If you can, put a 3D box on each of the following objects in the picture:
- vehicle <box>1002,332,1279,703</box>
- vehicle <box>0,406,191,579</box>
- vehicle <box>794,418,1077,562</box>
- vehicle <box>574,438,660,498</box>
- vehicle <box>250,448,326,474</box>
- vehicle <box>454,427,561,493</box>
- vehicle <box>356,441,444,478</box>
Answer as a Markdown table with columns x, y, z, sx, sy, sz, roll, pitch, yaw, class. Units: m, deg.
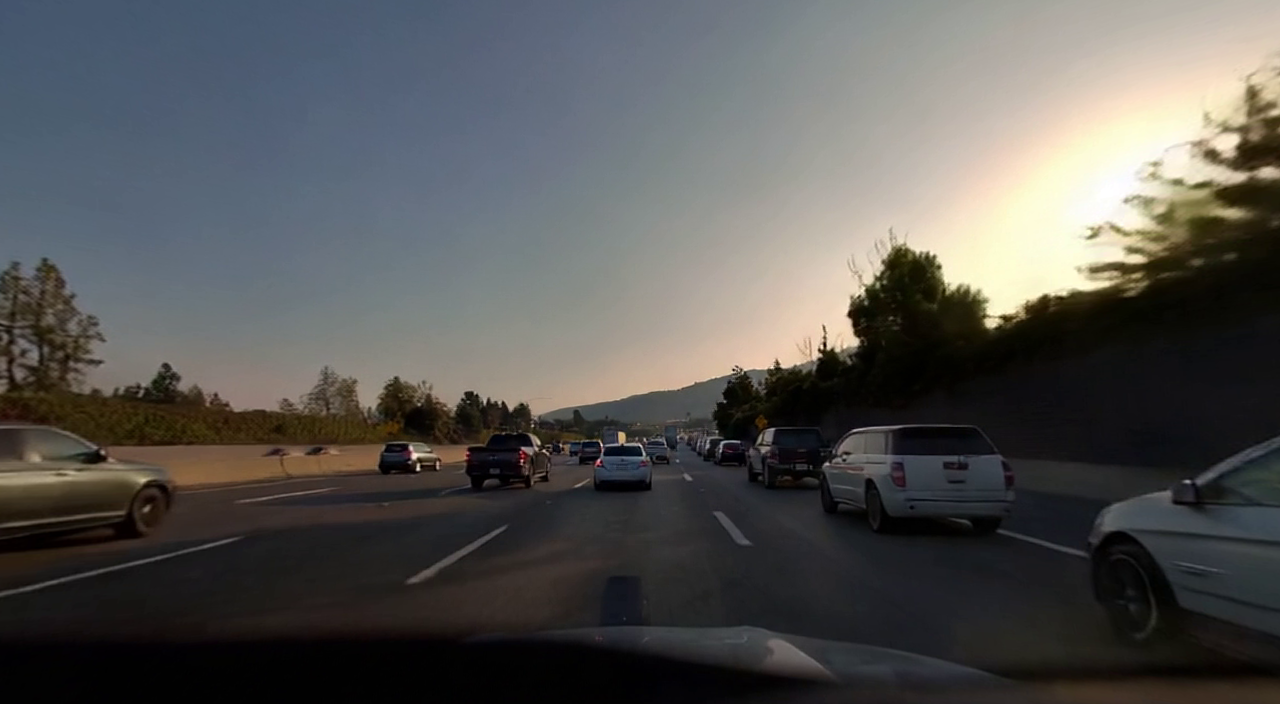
| x | y | z | sx | sy | sz | roll | pitch | yaw | class |
| --- | --- | --- | --- | --- | --- | --- | --- | --- | --- |
| 3.836 | 0.775 | 2.564 | 2.003 | 1.778 | 4.658 | 0 | -8 | 1 | vehicle |
| -7.706 | 1.403 | 6.184 | 2.214 | 1.761 | 5.890 | 0 | -8 | 1 | vehicle |
| 3.829 | 1.861 | 9.281 | 1.984 | 1.567 | 4.475 | 0 | -8 | 0 | vehicle |
| -0.501 | 3.143 | 17.475 | 2.070 | 1.456 | 4.029 | 0 | -8 | 2 | vehicle |
| -22.084 | 6.827 | 39.819 | 1.922 | 1.495 | 4.609 | -1 | -8 | 4 | vehicle |
| -4.030 | 3.402 | 20.351 | 2.110 | 1.811 | 5.585 | 0 | -8 | 2 | vehicle |
| -10.620 | 4.777 | 28.343 | 1.907 | 1.508 | 4.608 | -1 | -8 | 3 | vehicle |
